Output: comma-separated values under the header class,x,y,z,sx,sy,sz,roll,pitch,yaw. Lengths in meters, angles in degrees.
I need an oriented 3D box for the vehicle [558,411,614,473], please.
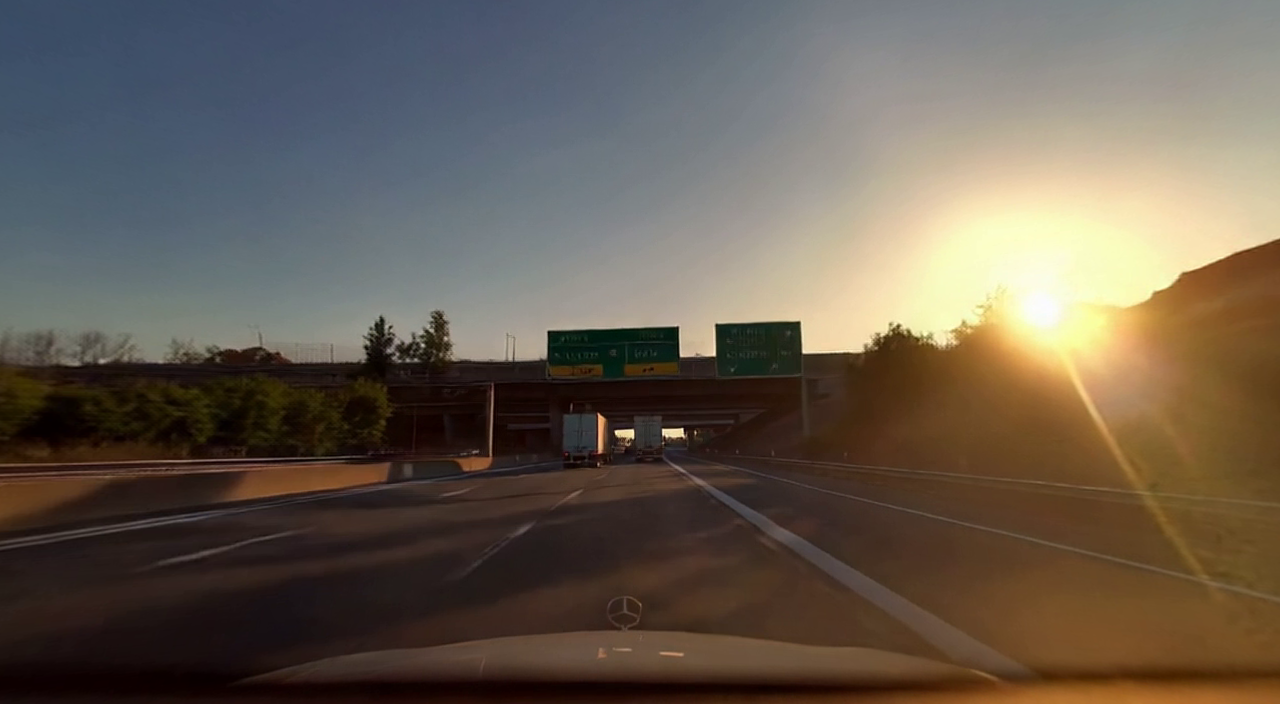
class,x,y,z,sx,sy,sz,roll,pitch,yaw
vehicle,-3.000,5.334,37.024,2.696,3.266,7.062,0,-9,0
